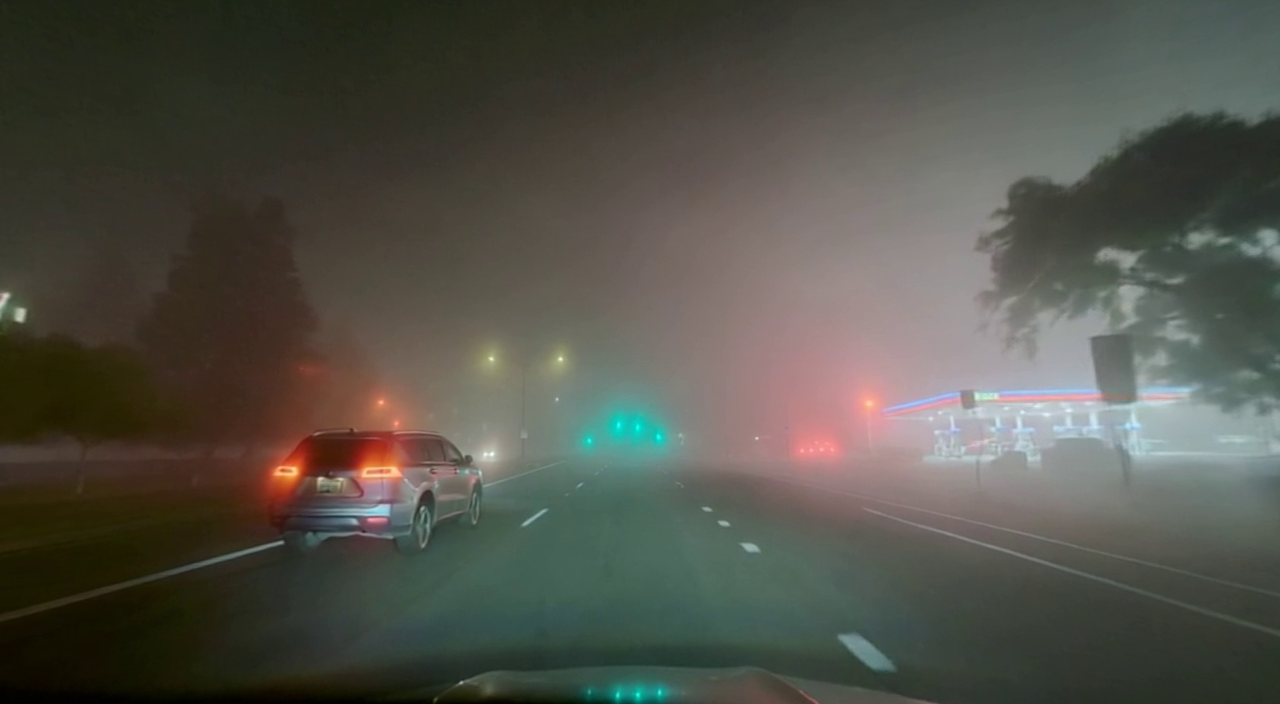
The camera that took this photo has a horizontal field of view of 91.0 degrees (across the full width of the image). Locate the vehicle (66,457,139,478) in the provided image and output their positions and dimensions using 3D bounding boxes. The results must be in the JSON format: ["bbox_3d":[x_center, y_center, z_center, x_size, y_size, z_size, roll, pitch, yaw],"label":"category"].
[{"bbox_3d":[-39.334,8.463,46.167,1.622,1.345,4.259,0,-9,-1],"label":"vehicle"}]

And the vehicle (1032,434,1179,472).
[{"bbox_3d":[18.583,4.058,25.276,4.398,1.457,1.806,0,-9,2],"label":"vehicle"}]

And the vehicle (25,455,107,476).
[{"bbox_3d":[-42.033,8.301,46.225,1.770,1.405,4.502,0,-9,0],"label":"vehicle"}]

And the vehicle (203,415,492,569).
[{"bbox_3d":[-3.736,1.875,9.254,2.039,1.656,4.710,0,-9,-1],"label":"vehicle"}]
